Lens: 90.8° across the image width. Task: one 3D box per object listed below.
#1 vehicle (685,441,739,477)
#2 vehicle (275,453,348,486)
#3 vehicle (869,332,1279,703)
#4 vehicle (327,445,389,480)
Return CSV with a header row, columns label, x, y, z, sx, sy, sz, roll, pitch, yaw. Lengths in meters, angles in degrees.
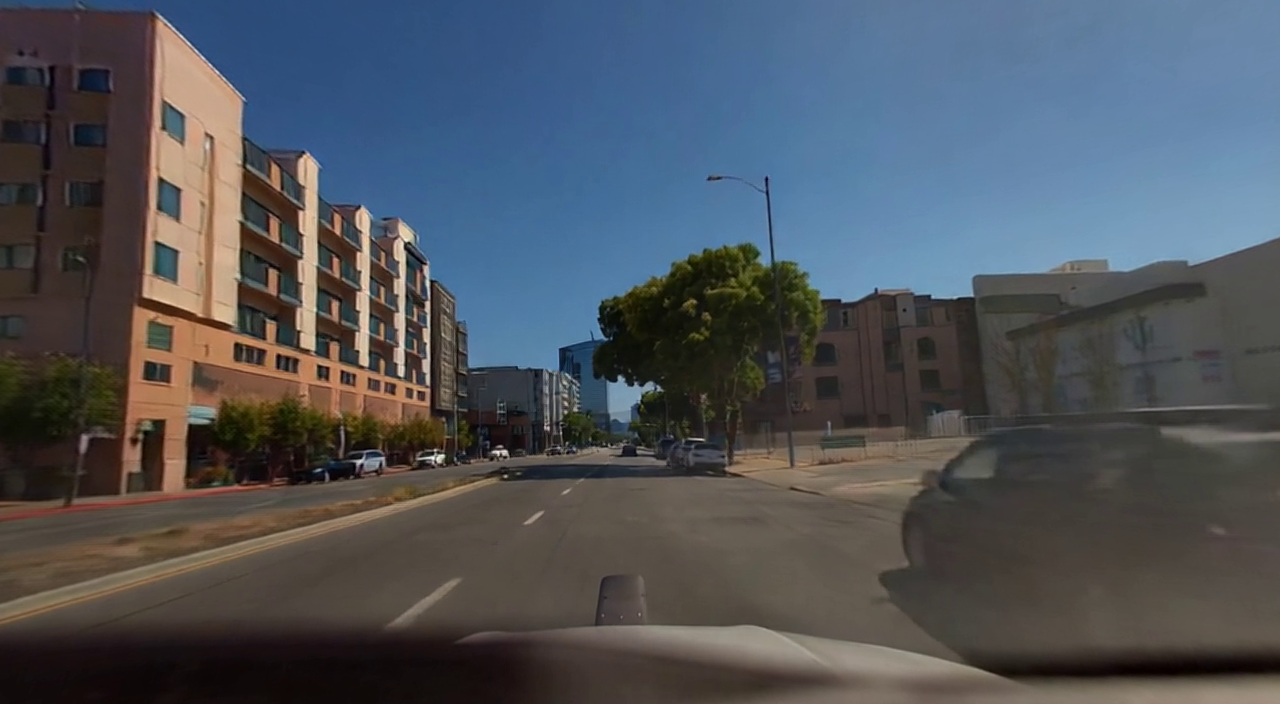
label,x,y,z,sx,sy,sz,roll,pitch,yaw
vehicle,3.148,4.778,28.566,1.924,1.492,4.587,0,-8,0
vehicle,-18.511,6.598,35.819,1.791,1.461,4.496,-7,-8,-2
vehicle,3.549,1.092,4.491,2.097,1.723,4.586,0,-8,0
vehicle,-18.468,7.231,41.616,2.007,1.806,4.707,-7,-7,-2
